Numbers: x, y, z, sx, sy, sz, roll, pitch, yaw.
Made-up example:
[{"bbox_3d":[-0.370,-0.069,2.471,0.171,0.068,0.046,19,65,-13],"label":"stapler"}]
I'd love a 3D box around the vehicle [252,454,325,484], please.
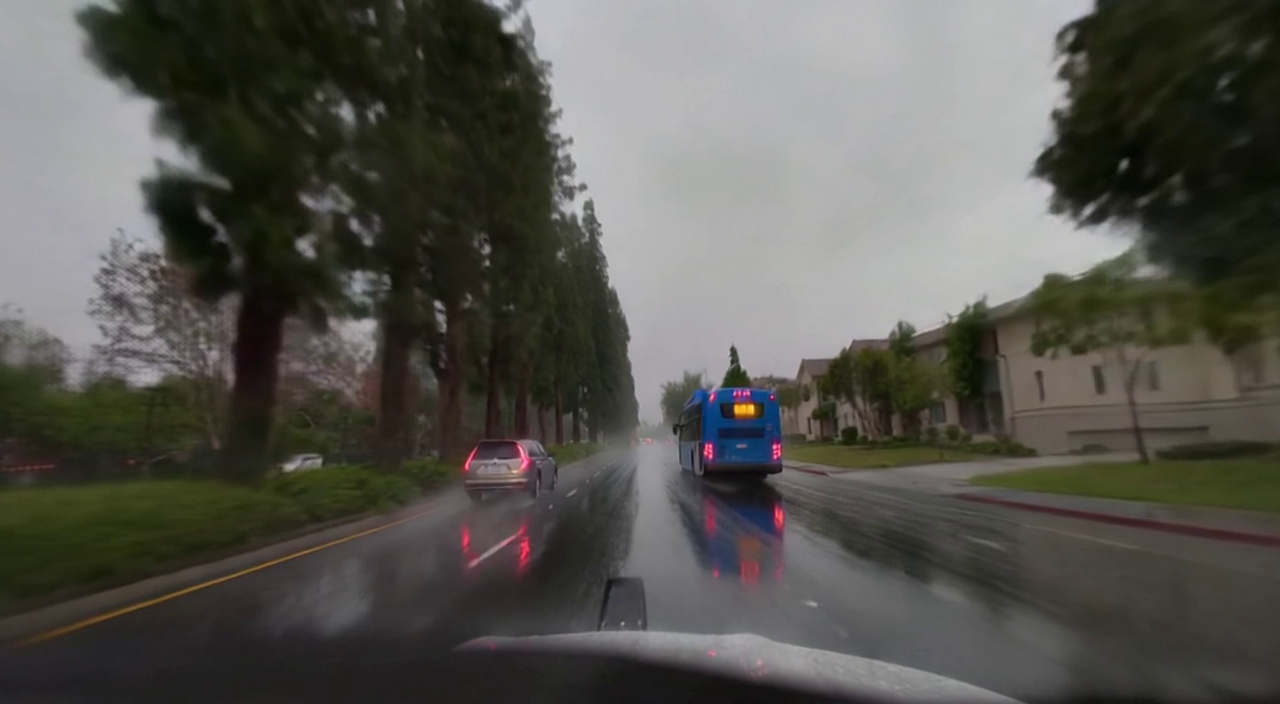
[{"bbox_3d":[-22.270,7.417,40.028,2.018,1.648,4.631,0,-8,-1],"label":"vehicle"}]

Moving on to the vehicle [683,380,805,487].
[{"bbox_3d":[3.644,3.438,25.806,3.072,3.278,12.747,0,-8,1],"label":"vehicle"}]

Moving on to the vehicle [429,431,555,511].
[{"bbox_3d":[-3.616,2.978,16.262,2.111,1.767,4.333,0,-8,1],"label":"vehicle"}]
